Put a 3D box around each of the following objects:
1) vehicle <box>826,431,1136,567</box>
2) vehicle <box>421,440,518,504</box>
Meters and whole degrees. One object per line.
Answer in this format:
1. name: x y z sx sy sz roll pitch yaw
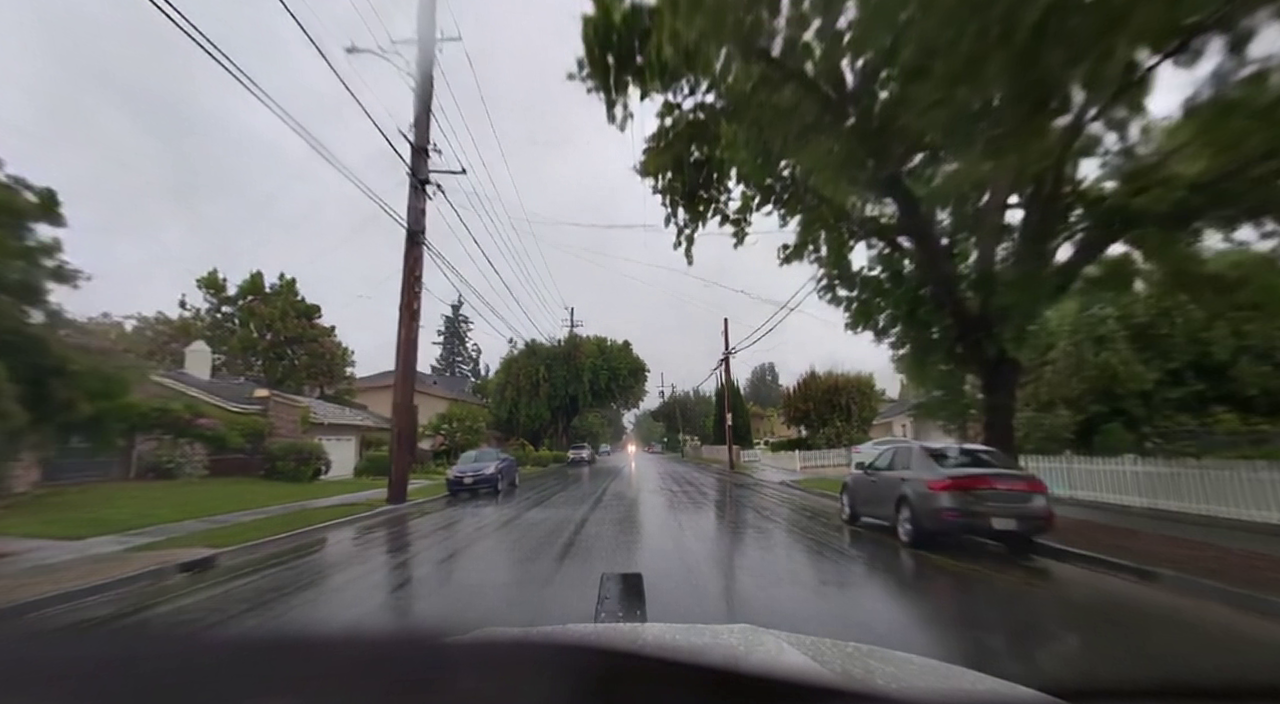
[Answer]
1. vehicle: 4.598 2.018 9.486 2.170 1.549 4.178 0 -9 -3
2. vehicle: -5.403 3.801 20.597 1.970 1.666 4.223 -3 -7 0
